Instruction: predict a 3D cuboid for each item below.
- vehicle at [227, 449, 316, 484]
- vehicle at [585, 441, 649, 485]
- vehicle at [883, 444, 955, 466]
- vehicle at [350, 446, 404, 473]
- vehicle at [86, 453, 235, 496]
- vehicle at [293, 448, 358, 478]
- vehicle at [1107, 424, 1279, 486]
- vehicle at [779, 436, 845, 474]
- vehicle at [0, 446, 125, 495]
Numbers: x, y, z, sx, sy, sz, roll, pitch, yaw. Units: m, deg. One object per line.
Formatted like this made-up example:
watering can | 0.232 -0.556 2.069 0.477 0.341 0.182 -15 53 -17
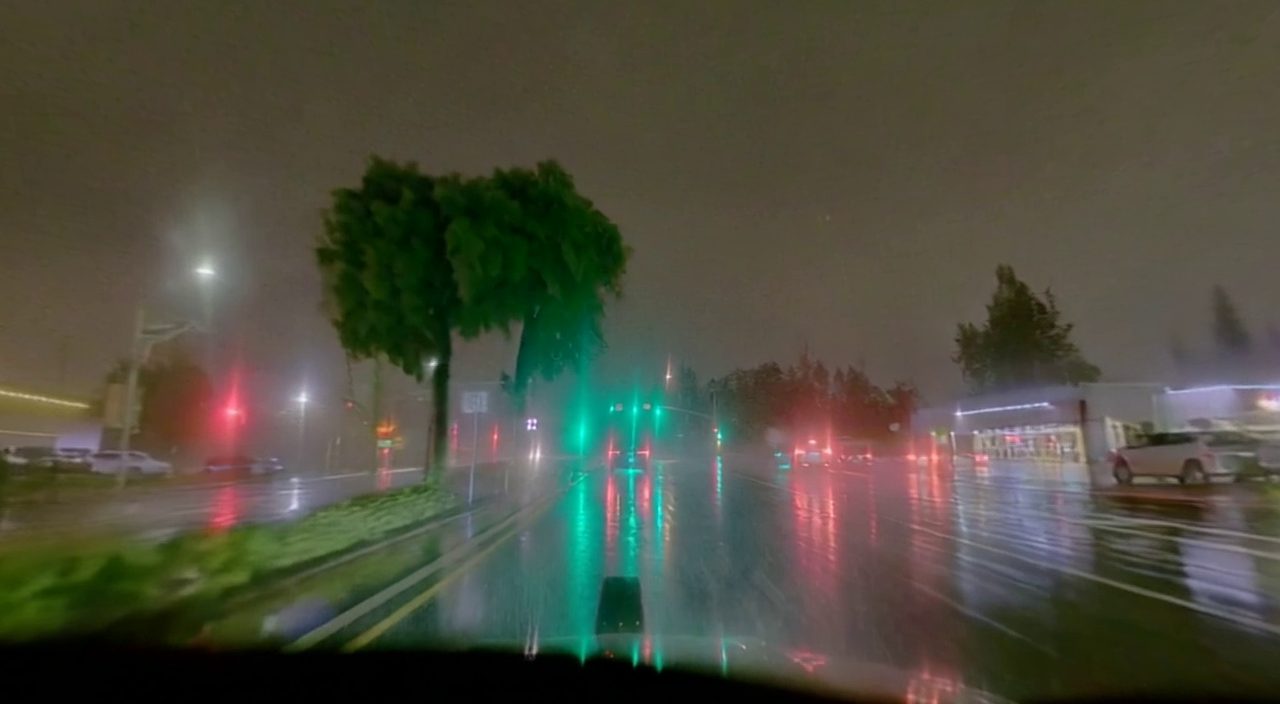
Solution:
vehicle | -19.187 5.953 33.145 1.896 1.620 4.542 -2 -8 1
vehicle | -0.897 4.093 23.616 2.185 1.473 3.925 0 -9 -3
vehicle | 19.417 7.157 43.976 4.212 1.436 1.919 -6 -10 34
vehicle | -19.112 7.818 46.187 2.027 1.831 4.644 0 -9 -1
vehicle | -19.322 4.929 25.852 2.083 1.481 5.103 0 -9 0
vehicle | -19.399 6.859 39.249 1.905 1.698 4.408 0 -9 -3
vehicle | 18.801 3.361 20.873 2.253 1.771 5.722 0 -9 -2
vehicle | 10.198 6.175 38.073 2.266 2.118 5.742 0 -9 -1
vehicle | -24.220 4.786 26.007 1.985 1.821 4.774 0 -9 -1
